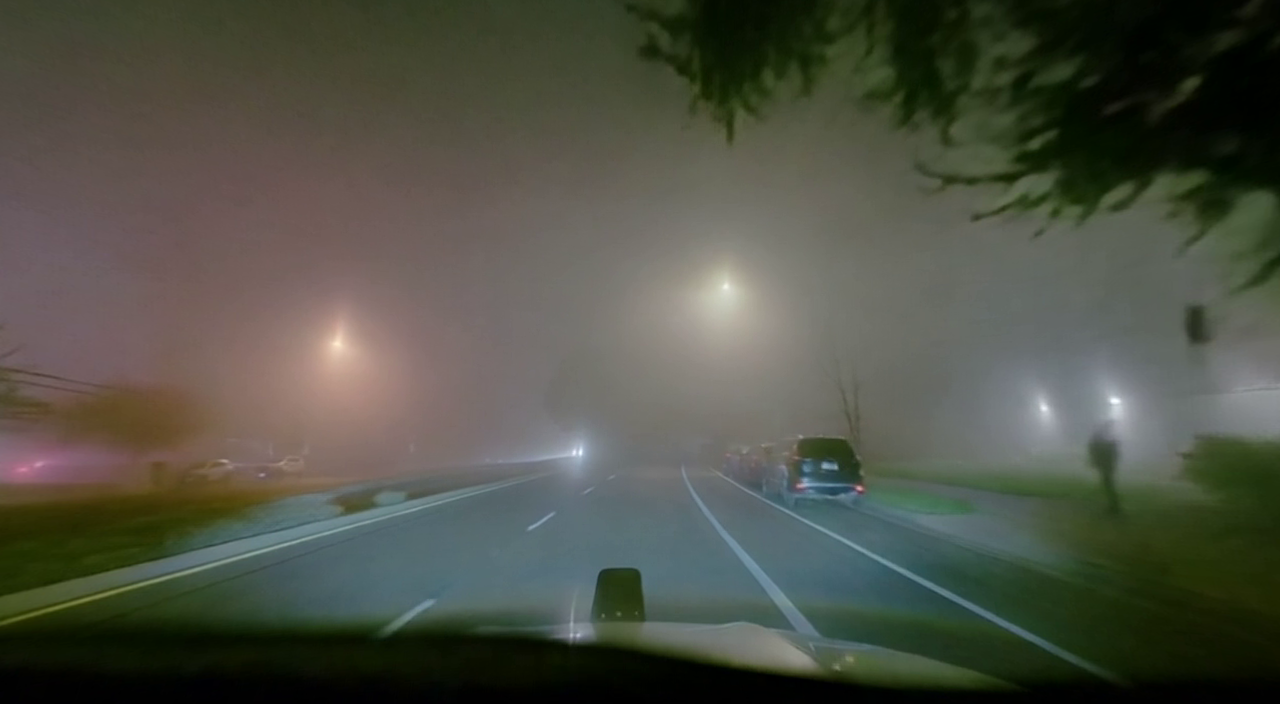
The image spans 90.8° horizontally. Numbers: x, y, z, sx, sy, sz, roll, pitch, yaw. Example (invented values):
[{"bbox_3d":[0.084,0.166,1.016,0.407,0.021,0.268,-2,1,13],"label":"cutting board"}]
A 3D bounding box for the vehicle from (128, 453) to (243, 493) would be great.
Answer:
[{"bbox_3d":[-23.273,6.198,32.636,2.120,1.824,4.908,-1,-9,3],"label":"vehicle"}]

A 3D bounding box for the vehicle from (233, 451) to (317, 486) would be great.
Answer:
[{"bbox_3d":[-22.572,7.201,39.317,2.171,1.745,4.867,-2,-7,3],"label":"vehicle"}]

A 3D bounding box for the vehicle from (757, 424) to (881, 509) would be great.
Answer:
[{"bbox_3d":[4.099,2.700,15.283,2.013,1.710,4.403,-1,-9,4],"label":"vehicle"}]
